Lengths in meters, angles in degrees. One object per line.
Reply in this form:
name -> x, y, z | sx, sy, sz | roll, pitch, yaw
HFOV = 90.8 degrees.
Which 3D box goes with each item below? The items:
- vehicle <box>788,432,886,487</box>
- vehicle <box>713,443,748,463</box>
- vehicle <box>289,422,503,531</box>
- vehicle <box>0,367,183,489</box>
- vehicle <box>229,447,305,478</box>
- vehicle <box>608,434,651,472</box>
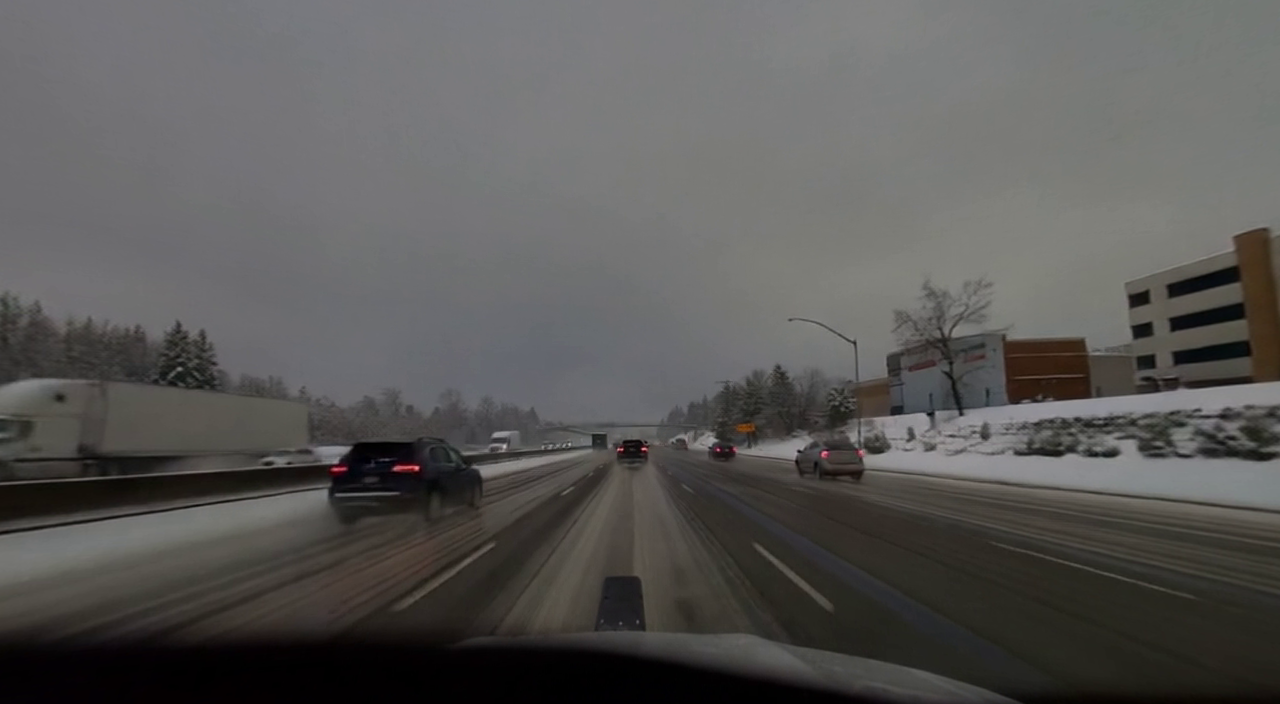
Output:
vehicle -> 6.551, 3.617, 21.560 | 1.944, 1.666, 4.184 | 0, -9, -1
vehicle -> 6.672, 7.494, 46.909 | 1.879, 1.428, 4.402 | 0, -9, -1
vehicle -> -4.200, 2.238, 11.929 | 2.126, 1.631, 4.643 | 0, -9, 1
vehicle -> -21.369, 2.913, 23.264 | 2.997, 3.767, 7.799 | 0, -9, 0
vehicle -> -17.453, 5.170, 29.716 | 1.540, 1.346, 3.266 | 0, -9, 0
vehicle -> -0.460, 5.091, 31.924 | 2.002, 1.759, 4.658 | 0, -9, 0
